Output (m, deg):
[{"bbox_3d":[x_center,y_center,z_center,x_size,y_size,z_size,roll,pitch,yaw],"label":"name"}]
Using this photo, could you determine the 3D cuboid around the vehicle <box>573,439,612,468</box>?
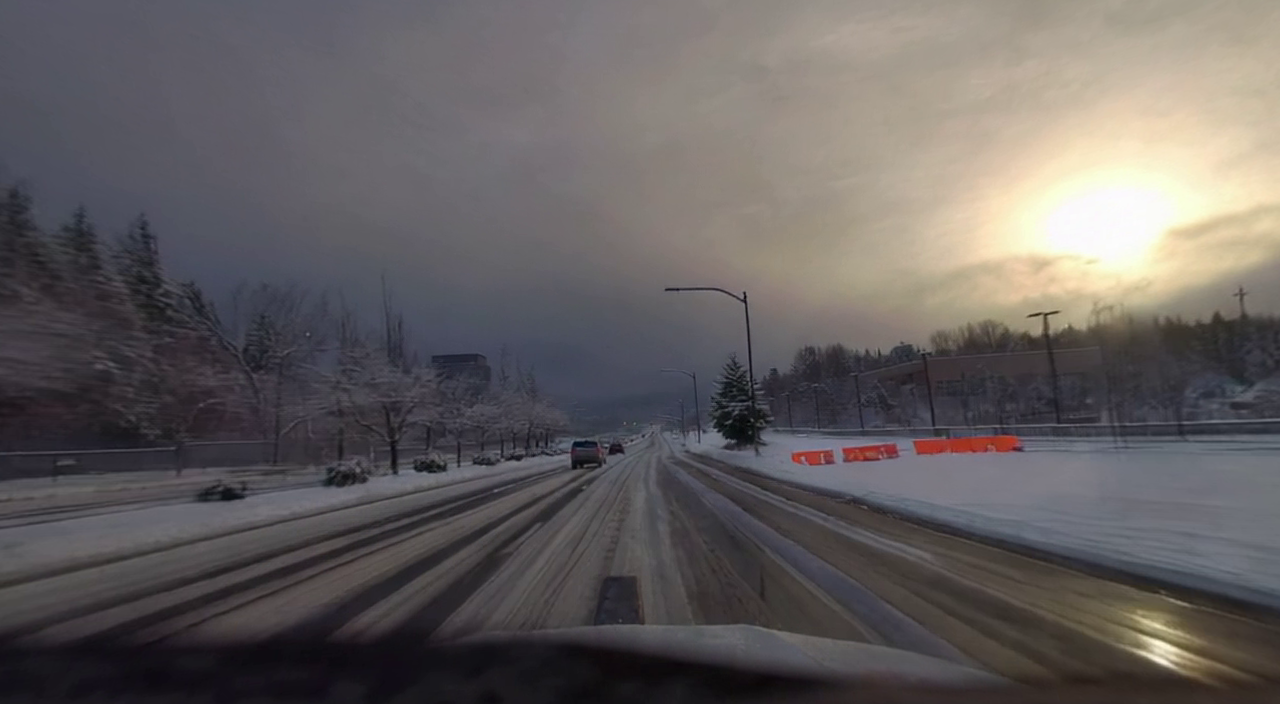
[{"bbox_3d":[-2.915,6.350,39.690,2.121,1.654,3.993,0,-8,0],"label":"vehicle"}]
